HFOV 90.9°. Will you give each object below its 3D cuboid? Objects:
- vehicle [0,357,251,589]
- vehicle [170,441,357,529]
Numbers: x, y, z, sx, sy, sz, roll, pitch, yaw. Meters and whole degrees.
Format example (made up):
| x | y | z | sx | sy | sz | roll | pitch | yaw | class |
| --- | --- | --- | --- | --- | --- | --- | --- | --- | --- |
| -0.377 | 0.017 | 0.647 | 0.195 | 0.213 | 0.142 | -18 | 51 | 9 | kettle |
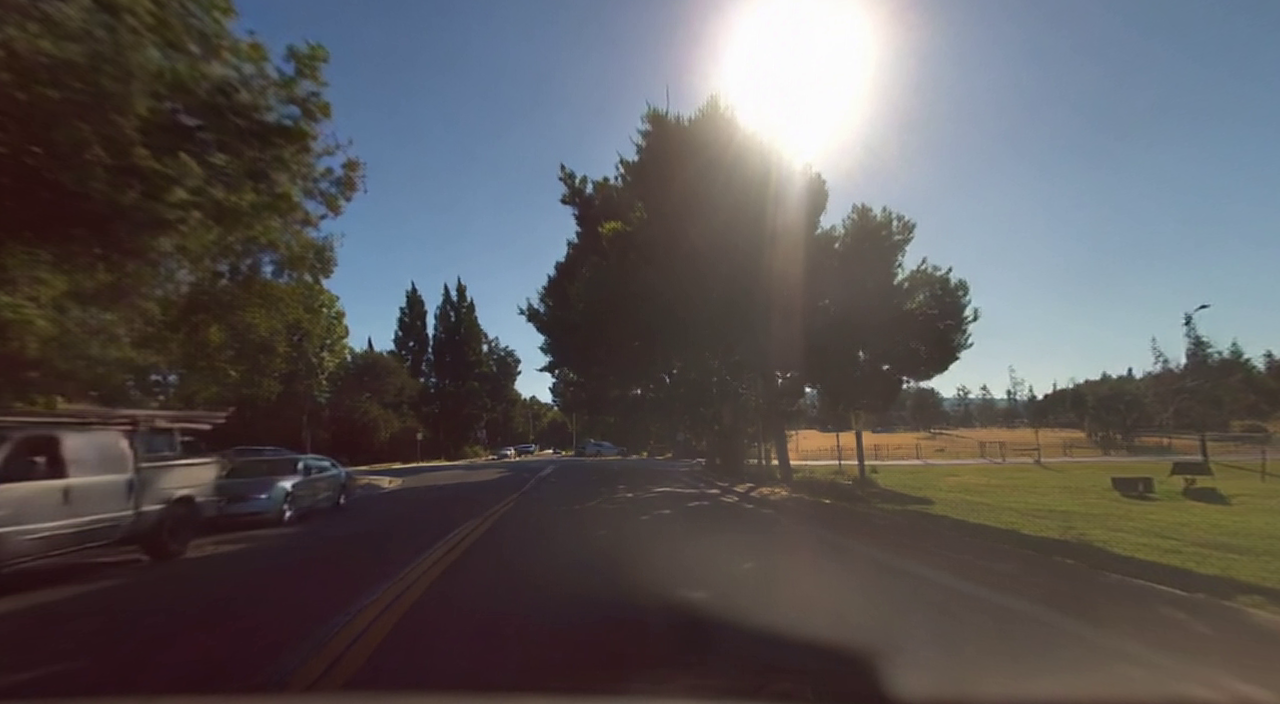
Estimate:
| x | y | z | sx | sy | sz | roll | pitch | yaw | class |
| --- | --- | --- | --- | --- | --- | --- | --- | --- | --- |
| -7.475 | 1.563 | 7.439 | 2.583 | 2.167 | 5.667 | -4 | -11 | -5 | vehicle |
| -8.168 | 2.853 | 14.240 | 1.934 | 1.646 | 4.273 | 1 | -8 | -6 | vehicle |
